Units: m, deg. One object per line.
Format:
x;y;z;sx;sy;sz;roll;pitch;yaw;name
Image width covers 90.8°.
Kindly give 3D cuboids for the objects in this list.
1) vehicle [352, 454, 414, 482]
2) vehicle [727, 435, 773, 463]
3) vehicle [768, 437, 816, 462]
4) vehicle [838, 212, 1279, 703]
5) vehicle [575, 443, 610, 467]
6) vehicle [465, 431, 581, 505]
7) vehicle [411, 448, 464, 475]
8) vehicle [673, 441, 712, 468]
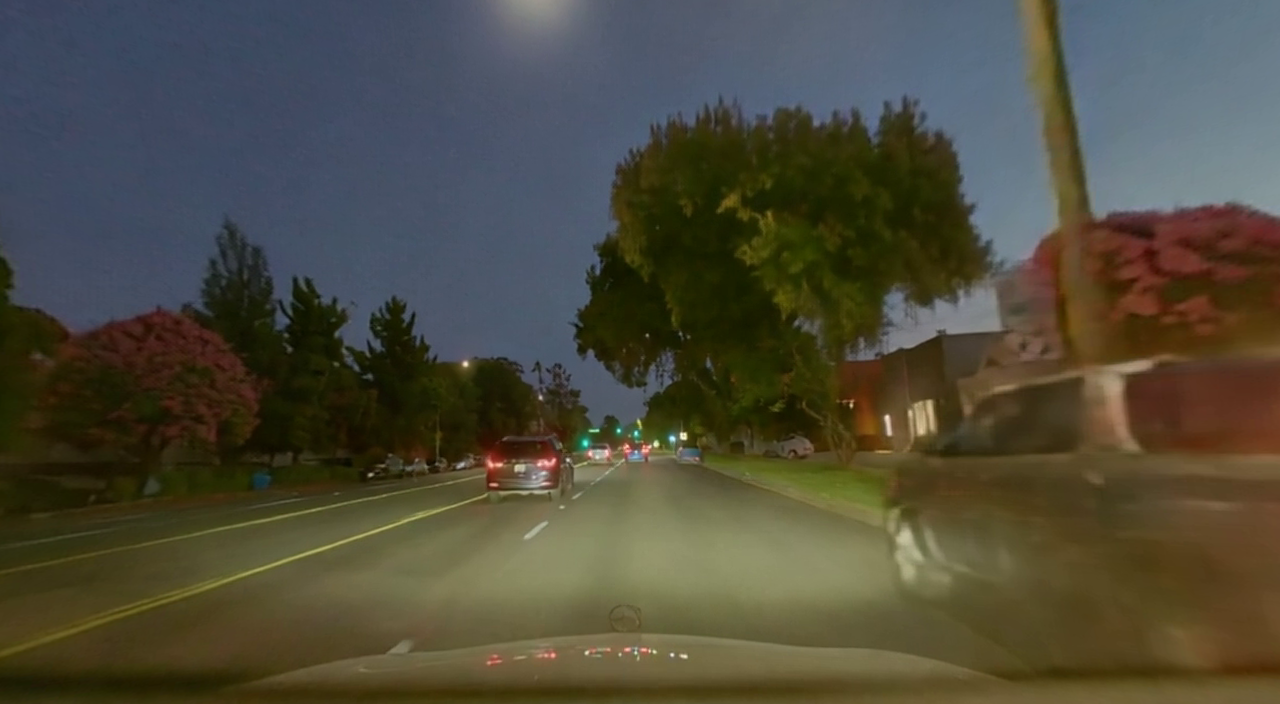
-16.346;7.373;40.434;1.870;1.599;5.022;0;-9;0;vehicle
7.339;6.513;42.613;2.112;1.776;4.555;1;-8;-2;vehicle
10.152;6.541;42.596;1.777;1.514;4.140;-2;-8;-6;vehicle
3.412;0.868;3.973;2.653;2.058;5.096;0;-9;0;vehicle
-3.300;7.312;45.009;2.167;1.634;4.220;0;-9;0;vehicle
-3.037;3.169;17.711;2.257;1.751;5.028;0;-9;1;vehicle
-14.139;7.642;44.325;2.123;1.770;4.848;0;-9;0;vehicle
3.506;6.929;42.892;2.150;1.655;4.739;0;-9;-1;vehicle
